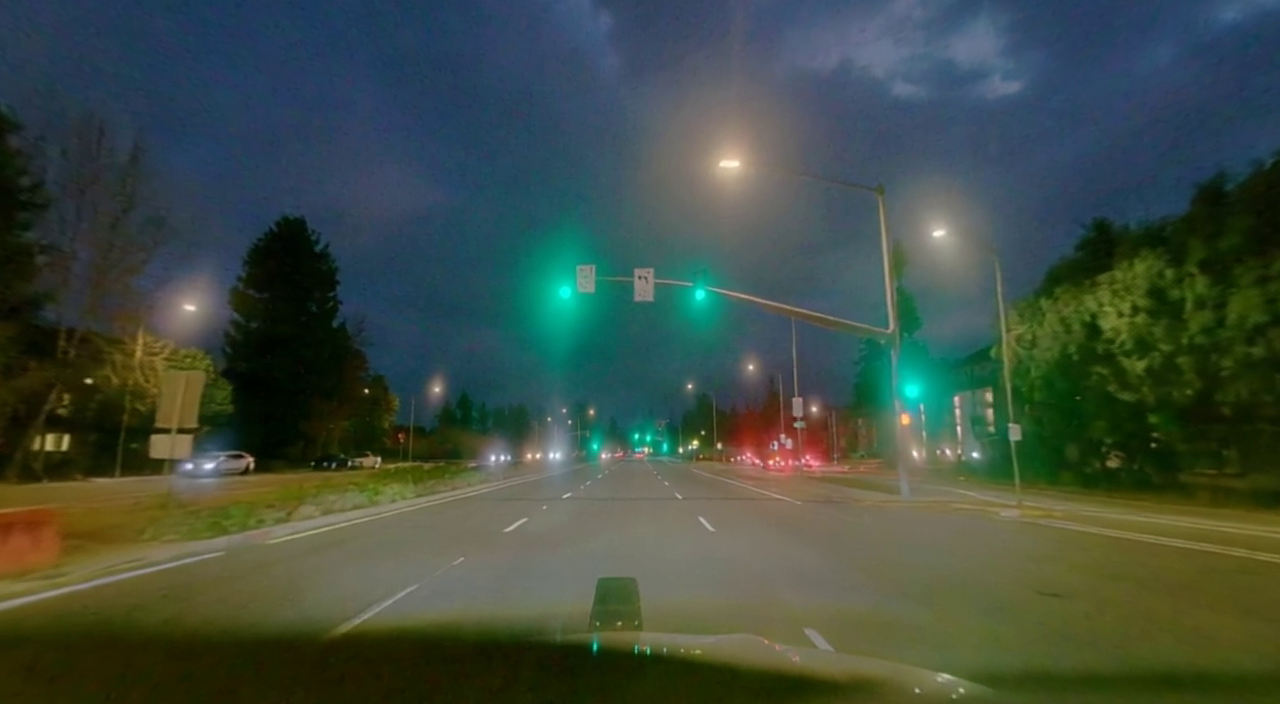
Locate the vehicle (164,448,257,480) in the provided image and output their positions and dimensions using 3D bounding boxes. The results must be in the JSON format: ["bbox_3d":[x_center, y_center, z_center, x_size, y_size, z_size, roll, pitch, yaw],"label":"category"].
[{"bbox_3d":[-25.203,6.574,37.318,1.908,1.719,4.972,0,-9,1],"label":"vehicle"}]
